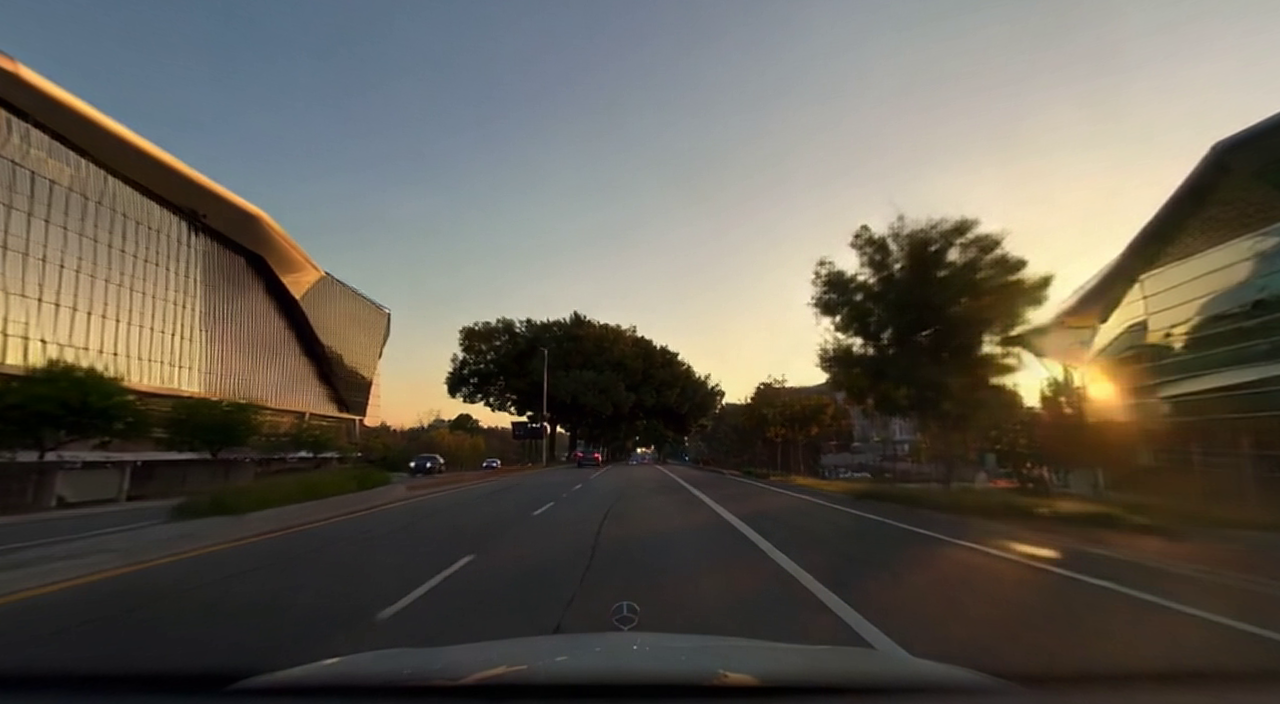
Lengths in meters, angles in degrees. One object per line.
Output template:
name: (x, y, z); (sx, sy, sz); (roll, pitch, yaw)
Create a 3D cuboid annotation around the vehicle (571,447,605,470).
vehicle: (-3.635, 7.544, 44.904); (1.984, 1.521, 4.682); (0, -8, 0)
